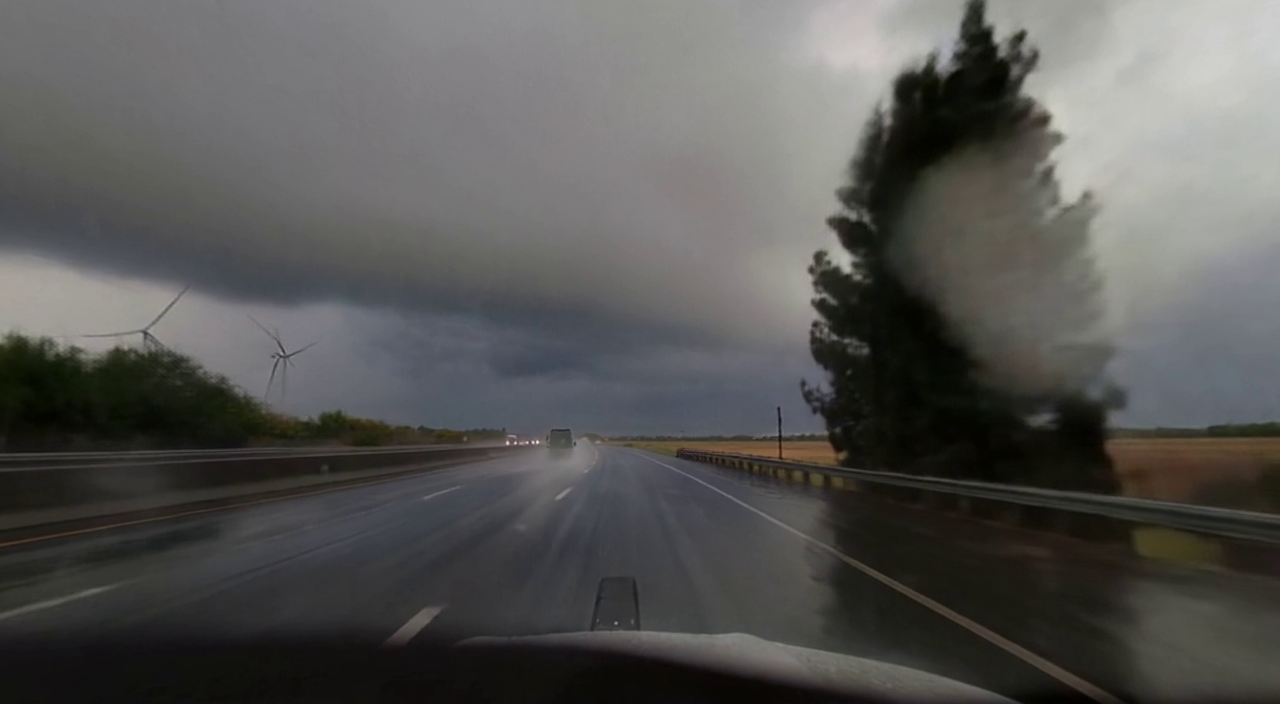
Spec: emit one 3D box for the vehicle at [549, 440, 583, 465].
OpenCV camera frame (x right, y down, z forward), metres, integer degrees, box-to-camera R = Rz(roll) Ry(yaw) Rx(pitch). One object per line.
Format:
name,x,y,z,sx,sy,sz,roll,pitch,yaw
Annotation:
vehicle,-4.803,6.585,41.442,2.053,1.549,4.097,0,-8,-4
